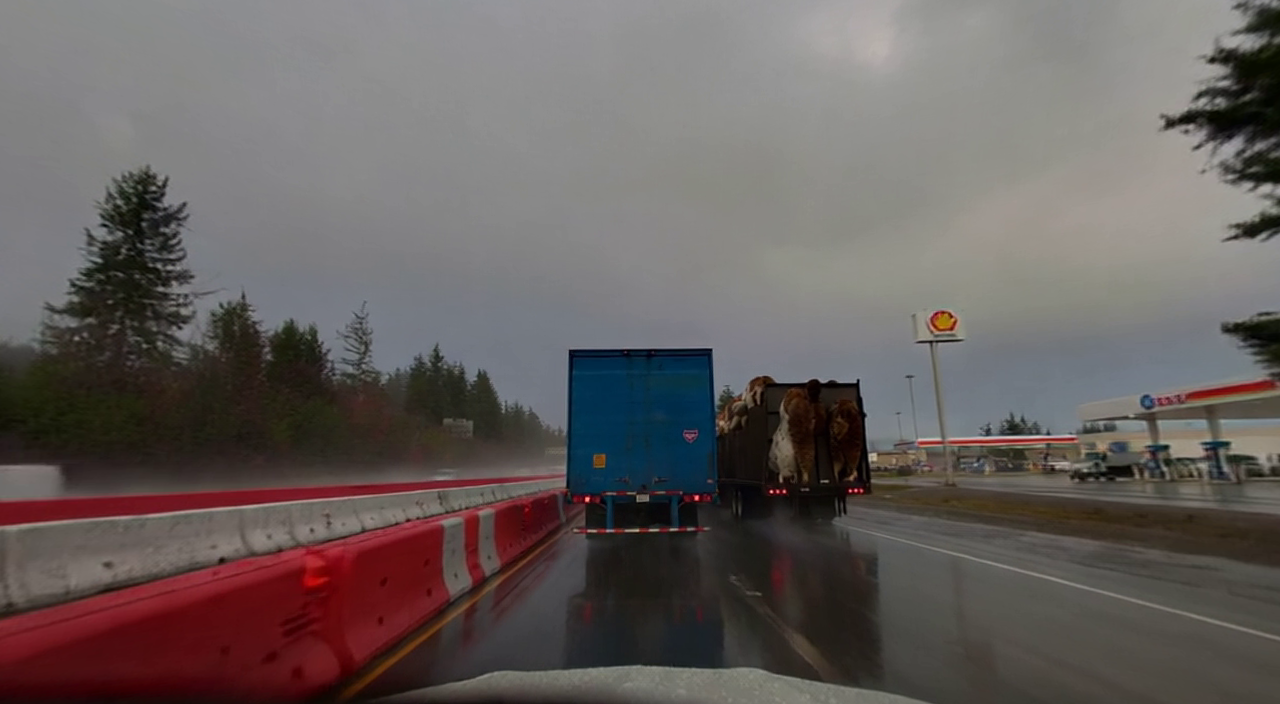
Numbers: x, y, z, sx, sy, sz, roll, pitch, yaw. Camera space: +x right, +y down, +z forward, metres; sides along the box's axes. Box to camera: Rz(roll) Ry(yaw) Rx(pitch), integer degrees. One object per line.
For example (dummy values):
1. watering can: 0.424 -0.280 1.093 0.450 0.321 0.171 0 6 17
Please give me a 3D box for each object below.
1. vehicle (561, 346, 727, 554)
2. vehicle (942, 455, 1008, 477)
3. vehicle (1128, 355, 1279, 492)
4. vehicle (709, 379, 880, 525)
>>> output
1. vehicle: 0.040 2.334 14.495 2.618 3.306 8.676 1 -10 0
2. vehicle: 24.520 8.373 46.308 1.762 1.470 4.485 3 -11 -11
3. vehicle: 20.836 1.999 18.113 2.771 4.075 13.513 1 -11 0
4. vehicle: 4.420 3.381 20.757 2.936 3.640 9.443 1 -10 -2
